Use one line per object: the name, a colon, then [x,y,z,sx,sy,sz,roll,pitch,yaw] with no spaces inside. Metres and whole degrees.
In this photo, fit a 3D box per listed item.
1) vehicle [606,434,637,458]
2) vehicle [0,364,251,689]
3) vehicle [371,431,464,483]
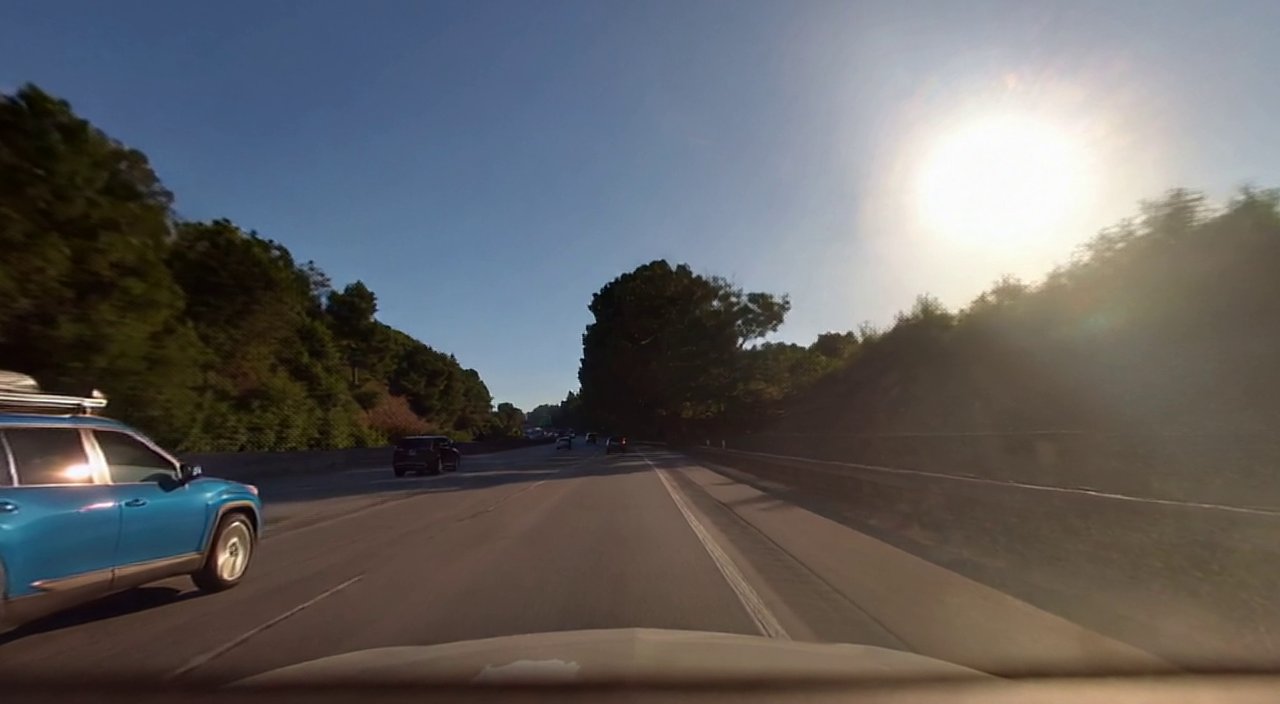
vehicle: [-1.302,6.846,46.173,2.178,1.658,3.916,0,-8,-1]
vehicle: [-4.513,0.937,3.285,2.069,1.748,4.652,0,-8,-1]
vehicle: [-8.209,3.878,23.685,1.964,1.745,4.338,0,-8,-1]
